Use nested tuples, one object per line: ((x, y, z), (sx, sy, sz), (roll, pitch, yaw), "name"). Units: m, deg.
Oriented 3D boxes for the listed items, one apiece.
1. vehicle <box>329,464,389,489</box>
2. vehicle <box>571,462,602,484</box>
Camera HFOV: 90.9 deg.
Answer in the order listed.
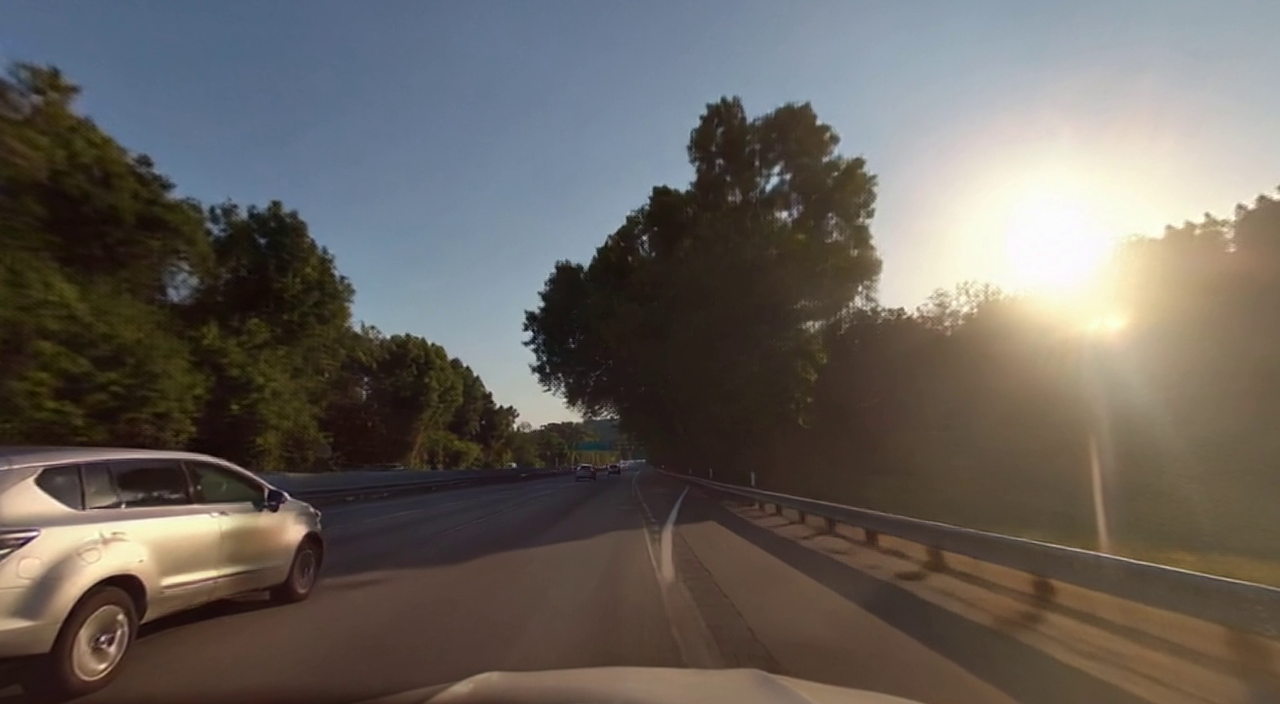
((-18.175, 8.078, 40.998), (1.832, 1.481, 4.505), (1, -11, 0), "vehicle")
((-4.048, 9.289, 48.418), (2.042, 1.629, 4.276), (1, -11, 0), "vehicle")
